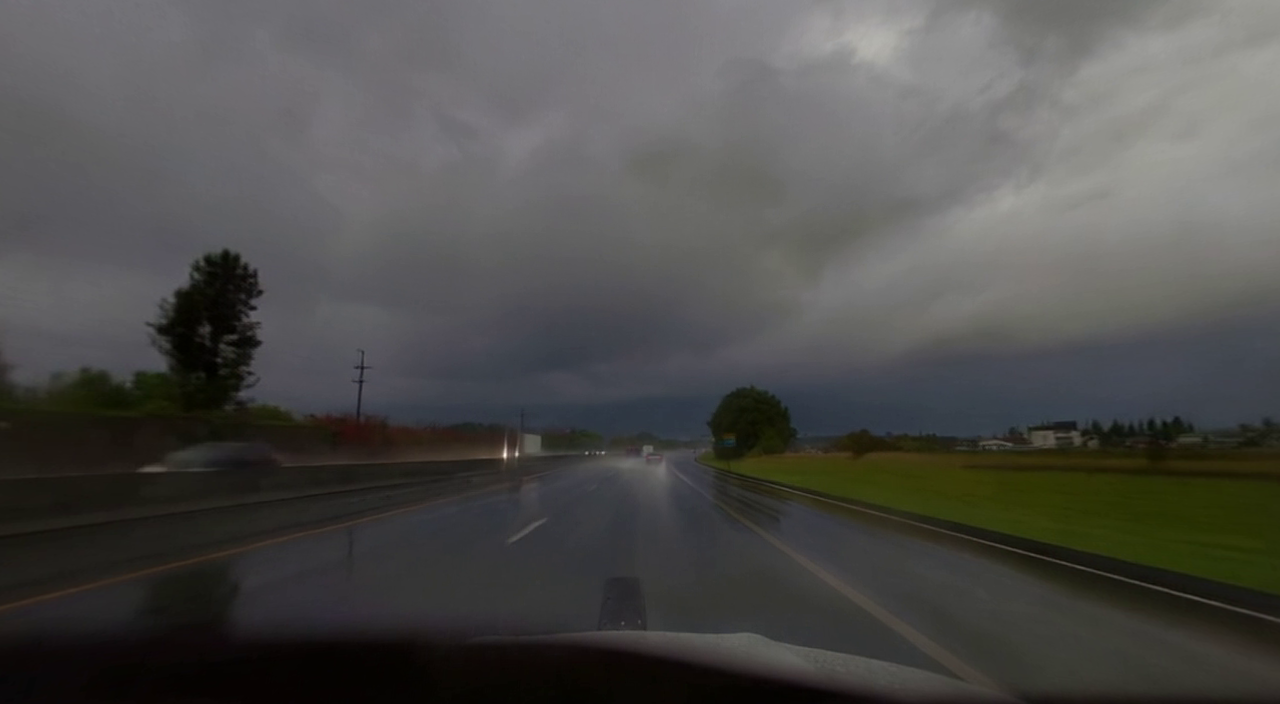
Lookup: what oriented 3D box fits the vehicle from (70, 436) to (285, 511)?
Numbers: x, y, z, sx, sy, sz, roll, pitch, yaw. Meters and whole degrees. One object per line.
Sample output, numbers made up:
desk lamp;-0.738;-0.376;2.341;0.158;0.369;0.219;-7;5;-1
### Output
vehicle;-12.564;3.313;17.729;2.059;1.763;5.143;0;-9;1
